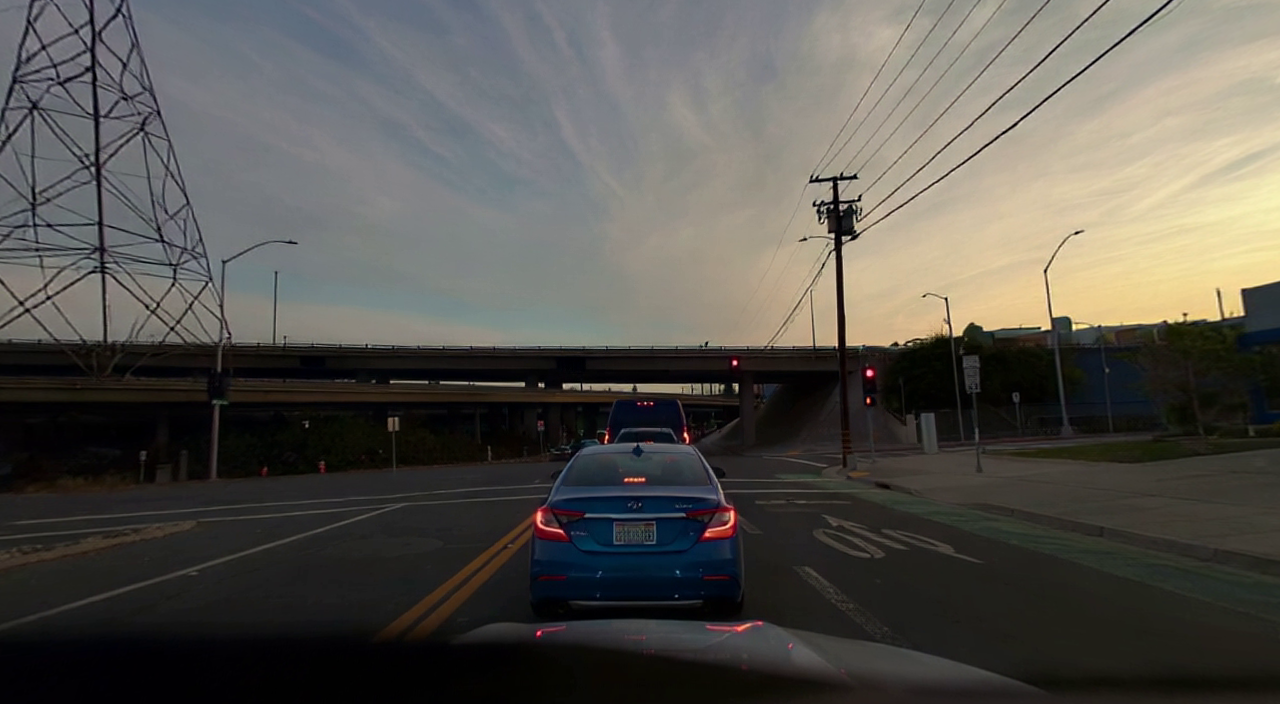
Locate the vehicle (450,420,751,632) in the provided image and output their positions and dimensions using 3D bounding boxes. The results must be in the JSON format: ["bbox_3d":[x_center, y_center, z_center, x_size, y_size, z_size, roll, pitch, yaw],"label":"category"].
[{"bbox_3d":[-0.241,1.524,6.473,2.090,1.458,4.033,-1,-9,1],"label":"vehicle"}]
